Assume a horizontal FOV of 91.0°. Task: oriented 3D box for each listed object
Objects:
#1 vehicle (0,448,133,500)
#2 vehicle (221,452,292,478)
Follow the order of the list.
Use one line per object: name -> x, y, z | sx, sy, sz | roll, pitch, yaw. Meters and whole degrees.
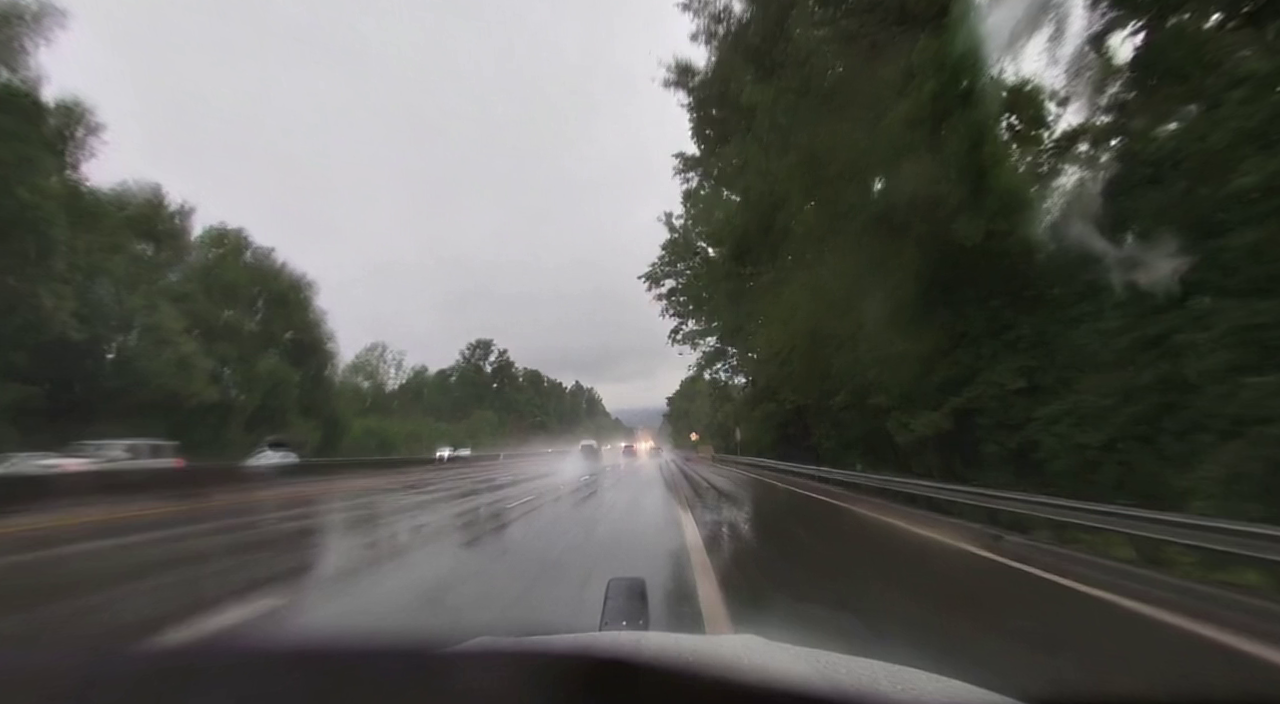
vehicle -> -39.678, 8.041, 42.495 | 2.804, 3.028, 9.309 | 0, -8, 2
vehicle -> -23.929, 7.061, 39.403 | 1.710, 1.457, 4.093 | 0, -8, 3
